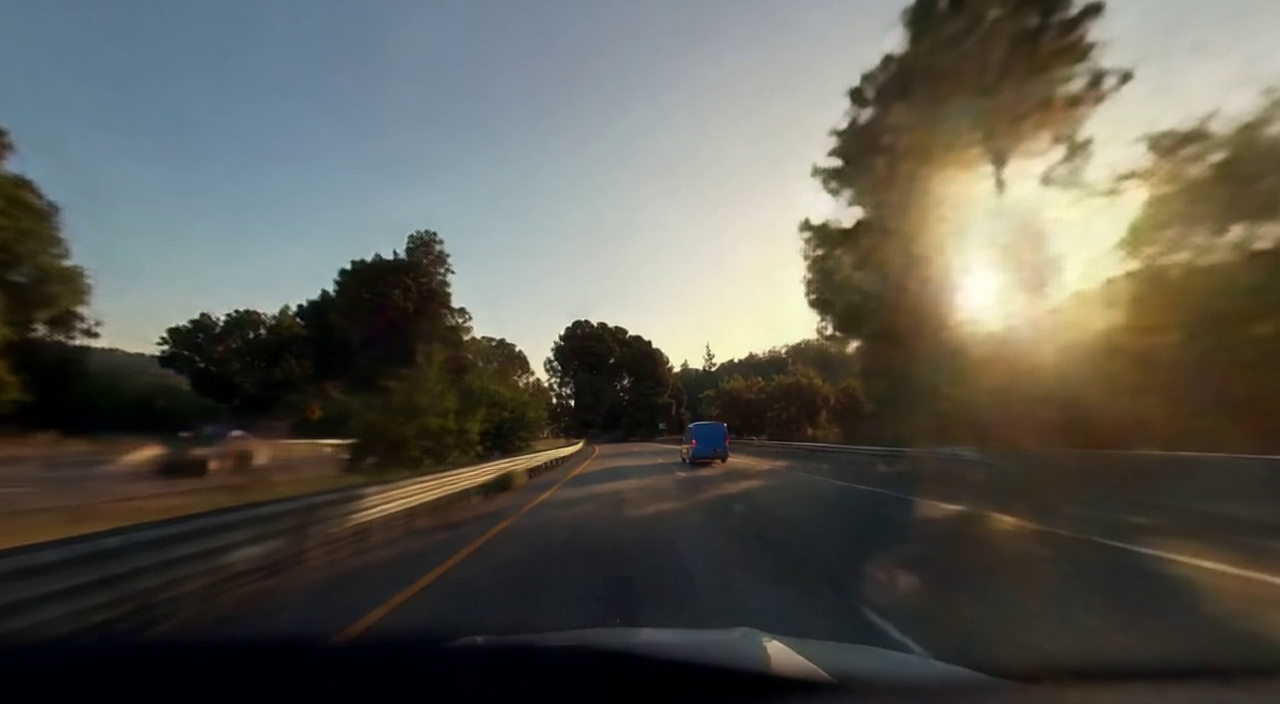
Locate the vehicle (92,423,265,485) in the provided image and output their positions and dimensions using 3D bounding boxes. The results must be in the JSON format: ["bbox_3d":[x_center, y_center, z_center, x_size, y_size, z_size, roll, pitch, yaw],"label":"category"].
[{"bbox_3d":[-13.297,2.932,18.580,2.013,1.589,4.152,0,-8,-1],"label":"vehicle"}]

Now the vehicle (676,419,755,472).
[{"bbox_3d":[2.736,3.547,24.095,2.240,1.801,4.545,0,-8,-3],"label":"vehicle"}]
